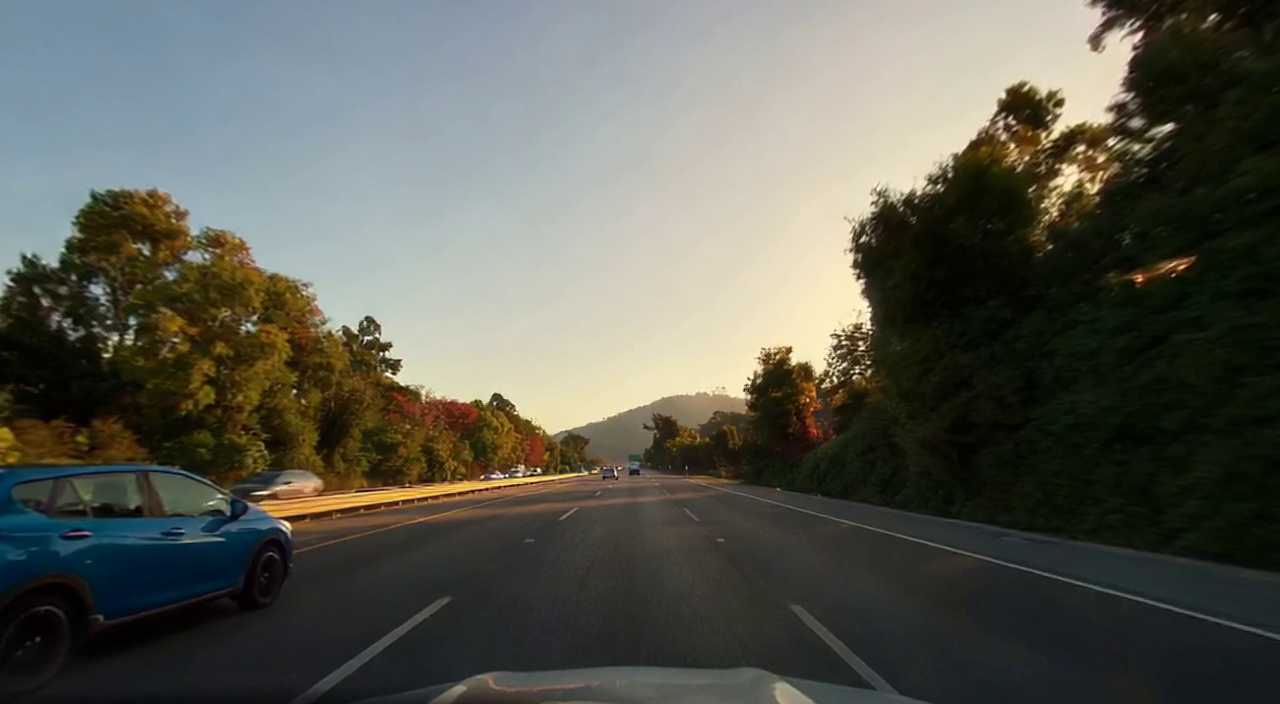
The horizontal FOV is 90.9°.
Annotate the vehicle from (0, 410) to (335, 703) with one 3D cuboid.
[{"bbox_3d":[-4.010,1.267,4.249,1.797,1.532,4.072,1,-10,0],"label":"vehicle"}]
